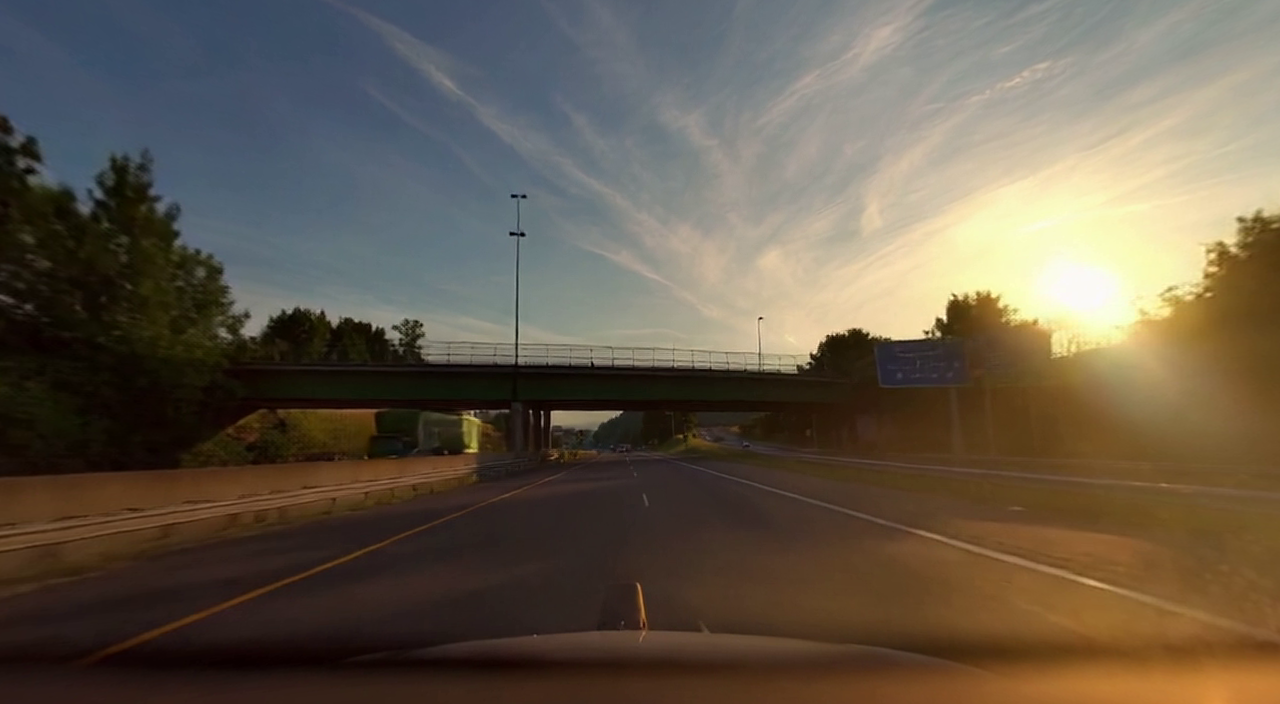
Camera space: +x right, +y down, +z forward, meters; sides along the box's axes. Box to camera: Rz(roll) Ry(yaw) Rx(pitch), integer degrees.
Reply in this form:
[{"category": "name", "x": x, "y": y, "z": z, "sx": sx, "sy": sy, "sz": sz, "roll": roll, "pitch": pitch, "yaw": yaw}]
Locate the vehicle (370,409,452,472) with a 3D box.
[{"category": "vehicle", "x": -15.804, "y": 6.183, "z": 43.971, "sx": 3.391, "sy": 4.040, "sz": 5.988, "roll": 1, "pitch": -9, "yaw": -1}]
